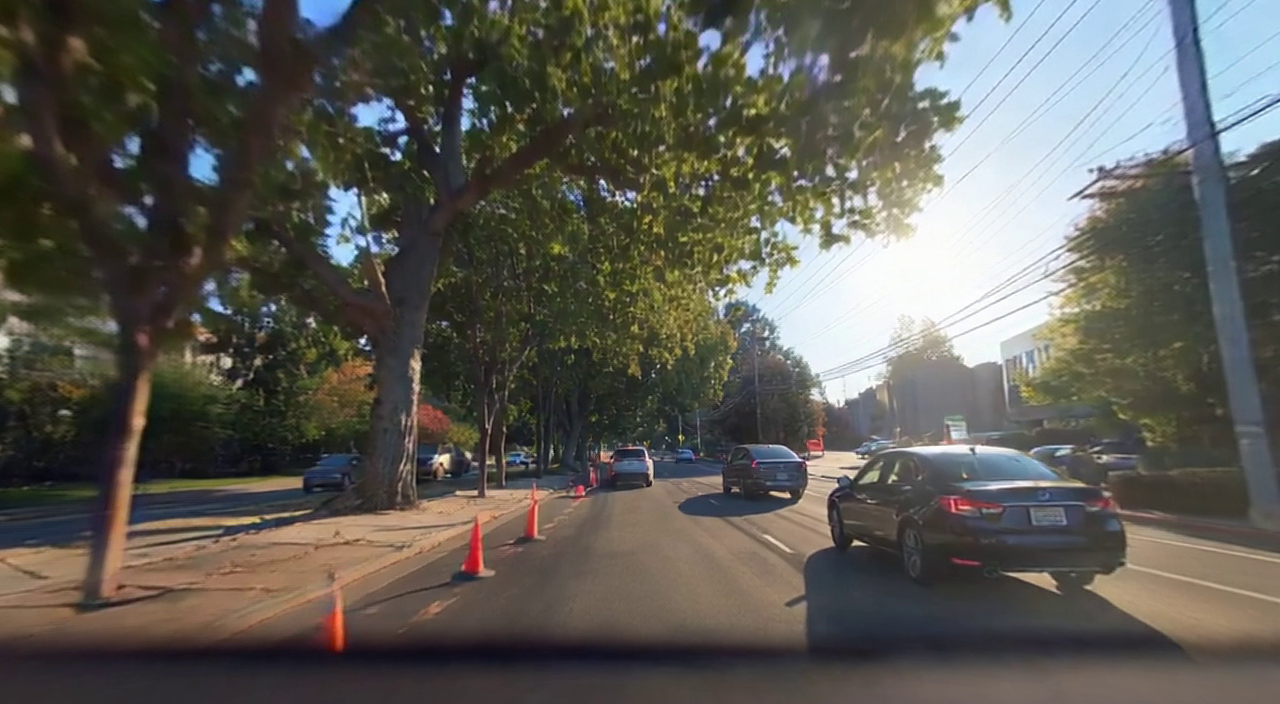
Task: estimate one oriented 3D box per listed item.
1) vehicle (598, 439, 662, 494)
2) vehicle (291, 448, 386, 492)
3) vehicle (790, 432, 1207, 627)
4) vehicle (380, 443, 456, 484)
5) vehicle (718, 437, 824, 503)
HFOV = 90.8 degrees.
[{"bbox_3d":[-0.331,3.989,22.408,2.050,1.745,3.915,-1,-8,0],"label":"vehicle"},{"bbox_3d":[-16.050,6.284,34.120,2.258,2.072,5.695,-1,-8,1],"label":"vehicle"},{"bbox_3d":[3.331,1.701,7.224,1.977,1.460,4.565,0,-8,-2],"label":"vehicle"},{"bbox_3d":[-12.394,6.232,35.779,2.223,2.091,6.044,0,-8,-1],"label":"vehicle"},{"bbox_3d":[3.800,3.489,19.245,2.116,1.726,4.672,0,-8,-1],"label":"vehicle"}]
